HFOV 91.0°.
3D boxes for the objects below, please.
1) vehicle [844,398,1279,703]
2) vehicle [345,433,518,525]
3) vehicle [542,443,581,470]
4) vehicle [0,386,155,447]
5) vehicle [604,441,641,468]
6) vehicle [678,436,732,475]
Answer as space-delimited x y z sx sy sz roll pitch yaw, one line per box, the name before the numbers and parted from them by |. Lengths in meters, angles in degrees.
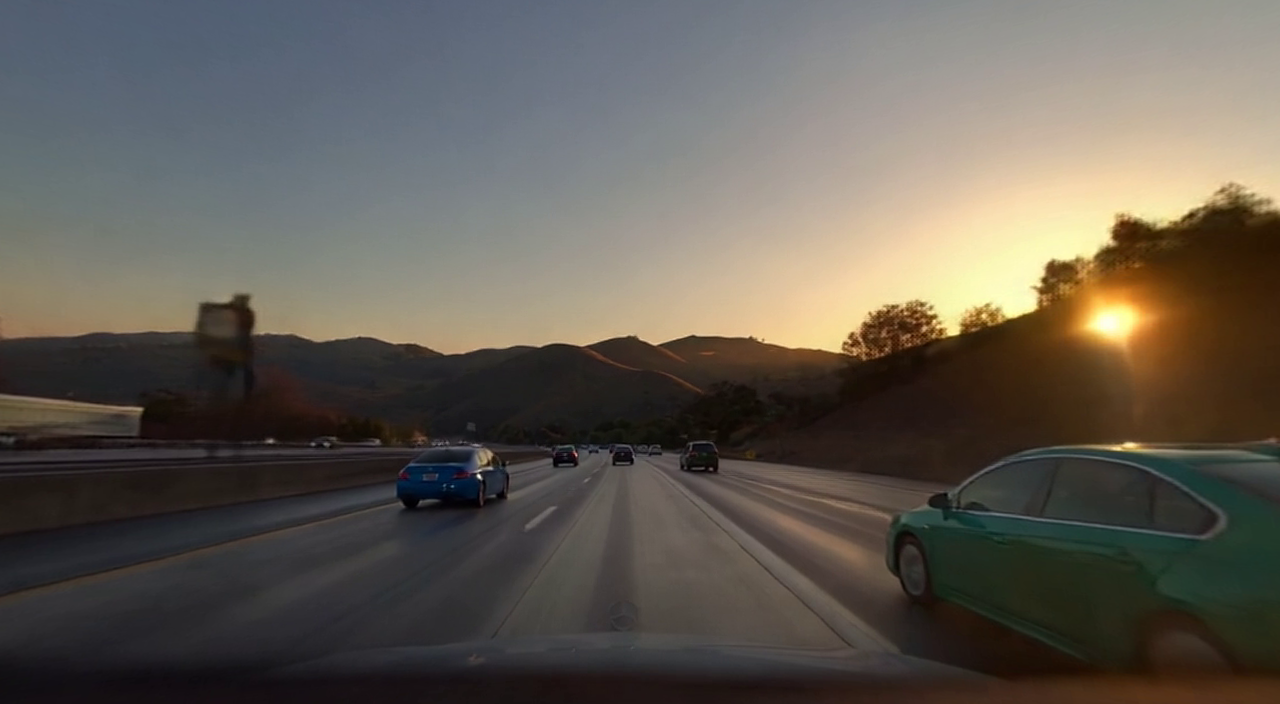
vehicle | 3.170 1.213 4.023 2.136 1.511 4.706 0 -9 0
vehicle | -3.915 2.448 12.714 1.993 1.500 4.248 0 -9 1
vehicle | -4.547 6.096 36.971 1.796 1.464 3.839 0 -9 -1
vehicle | -44.313 5.160 47.606 2.886 4.000 16.408 1 -9 -2
vehicle | -1.053 6.306 38.953 2.147 1.572 4.094 0 -9 -1
vehicle | 3.262 5.335 32.614 2.222 1.820 4.733 0 -9 -1
